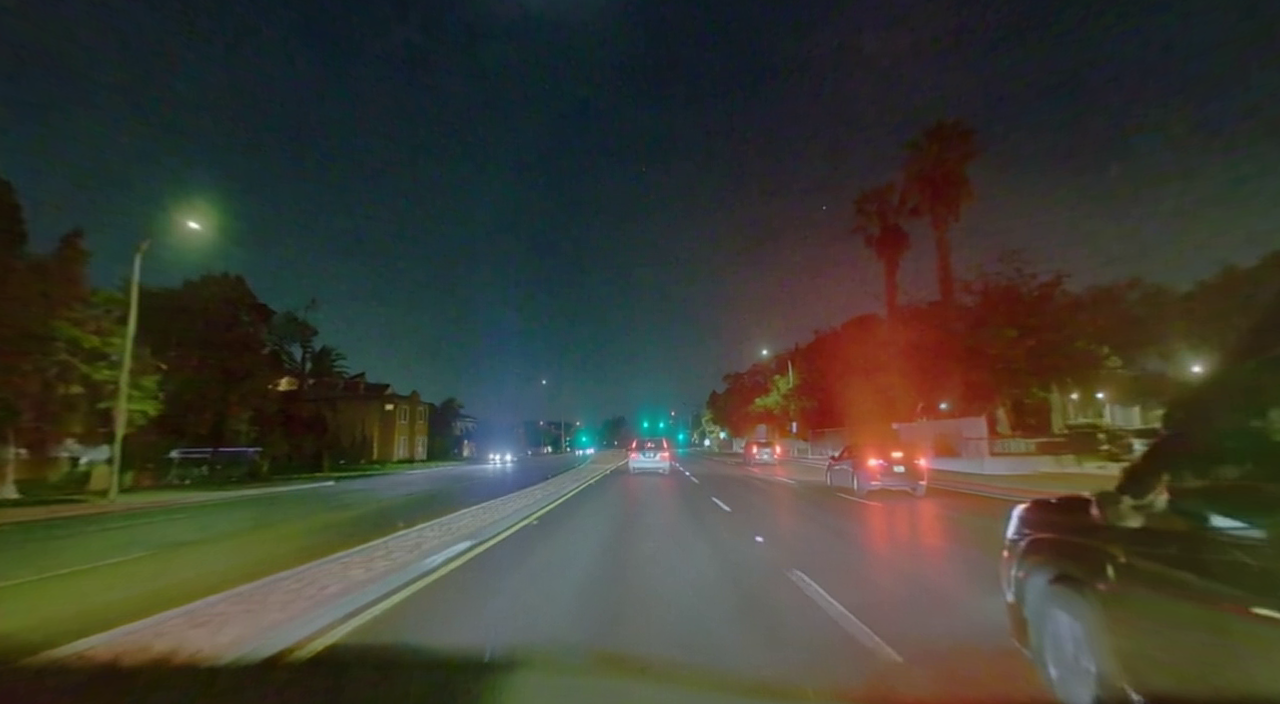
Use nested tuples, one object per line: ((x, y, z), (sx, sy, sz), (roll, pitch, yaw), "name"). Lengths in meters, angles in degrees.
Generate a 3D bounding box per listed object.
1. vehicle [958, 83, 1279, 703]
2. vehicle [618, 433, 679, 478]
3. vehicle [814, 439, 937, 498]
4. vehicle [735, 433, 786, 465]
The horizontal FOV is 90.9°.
((3.263, 0.258, 1.050), (2.268, 2.584, 6.049), (0, -8, 0), "vehicle")
((0.337, 4.213, 25.867), (2.289, 1.679, 4.180), (0, -8, 0), "vehicle")
((6.602, 3.269, 18.224), (1.897, 1.477, 4.360), (0, -8, 0), "vehicle")
((8.105, 6.604, 43.149), (2.436, 2.010, 5.595), (0, -8, 1), "vehicle")
